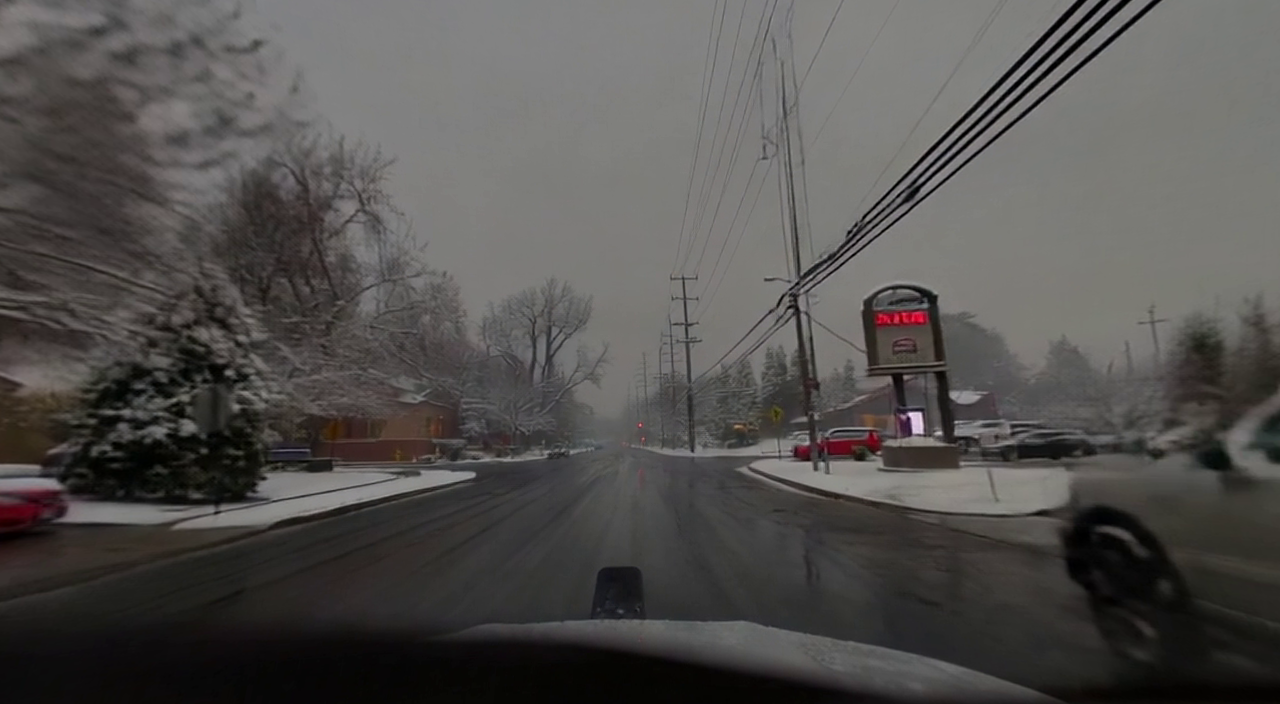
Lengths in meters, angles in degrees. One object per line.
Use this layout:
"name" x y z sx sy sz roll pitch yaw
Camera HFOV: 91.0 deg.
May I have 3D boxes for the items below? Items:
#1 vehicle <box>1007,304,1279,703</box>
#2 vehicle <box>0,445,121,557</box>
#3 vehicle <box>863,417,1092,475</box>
"vehicle" 4.005 0.665 2.269 2.205 1.923 5.178 0 -8 0
"vehicle" -11.092 2.148 9.378 4.813 1.503 1.923 1 -8 -5
"vehicle" 10.624 3.020 20.240 6.000 1.740 2.356 0 -8 -1
